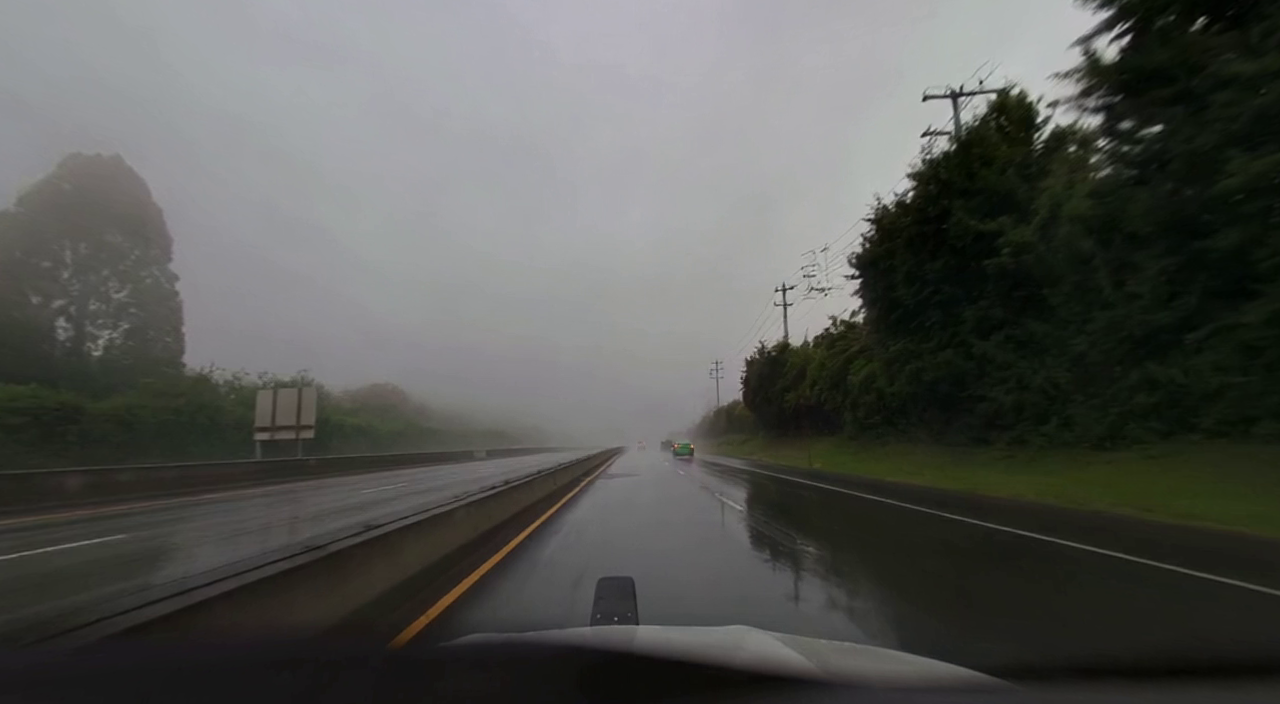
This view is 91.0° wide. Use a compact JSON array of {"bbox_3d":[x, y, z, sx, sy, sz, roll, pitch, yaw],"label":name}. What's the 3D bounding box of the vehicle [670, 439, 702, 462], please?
[{"bbox_3d":[3.325,7.204,46.281,1.977,1.581,4.428,-1,-8,0],"label":"vehicle"}]
